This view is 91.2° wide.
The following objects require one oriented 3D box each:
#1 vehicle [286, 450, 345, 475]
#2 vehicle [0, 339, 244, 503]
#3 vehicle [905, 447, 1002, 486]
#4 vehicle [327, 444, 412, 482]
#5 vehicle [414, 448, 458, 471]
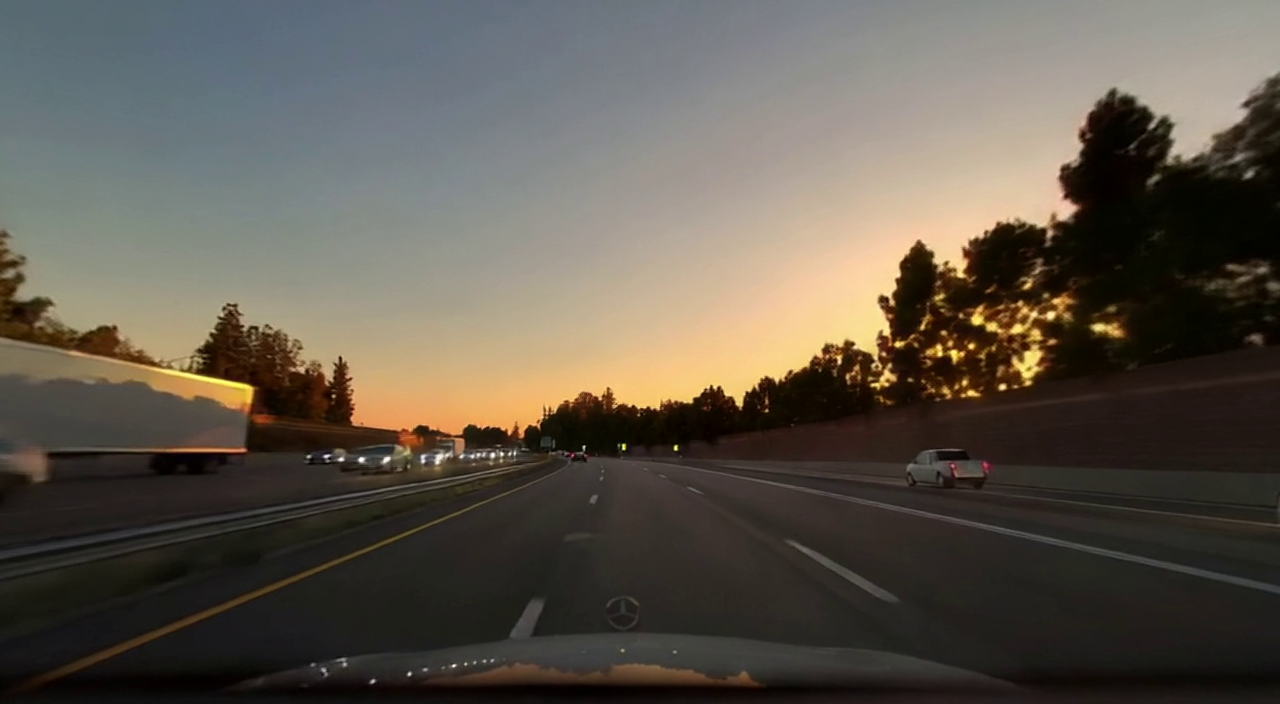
[{"bbox_3d":[-20.003,6.821,38.778,1.793,1.461,3.704,0,-9,-3],"label":"vehicle"},{"bbox_3d":[-18.363,2.400,20.026,2.968,4.245,13.857,0,-9,-3],"label":"vehicle"},{"bbox_3d":[15.471,5.660,31.262,2.020,1.738,4.549,1,-9,-8],"label":"vehicle"},{"bbox_3d":[-11.876,4.912,27.851,1.881,1.515,4.661,0,-9,-3],"label":"vehicle"},{"bbox_3d":[-14.379,7.619,44.421,1.842,1.507,4.406,0,-9,-4],"label":"vehicle"}]
